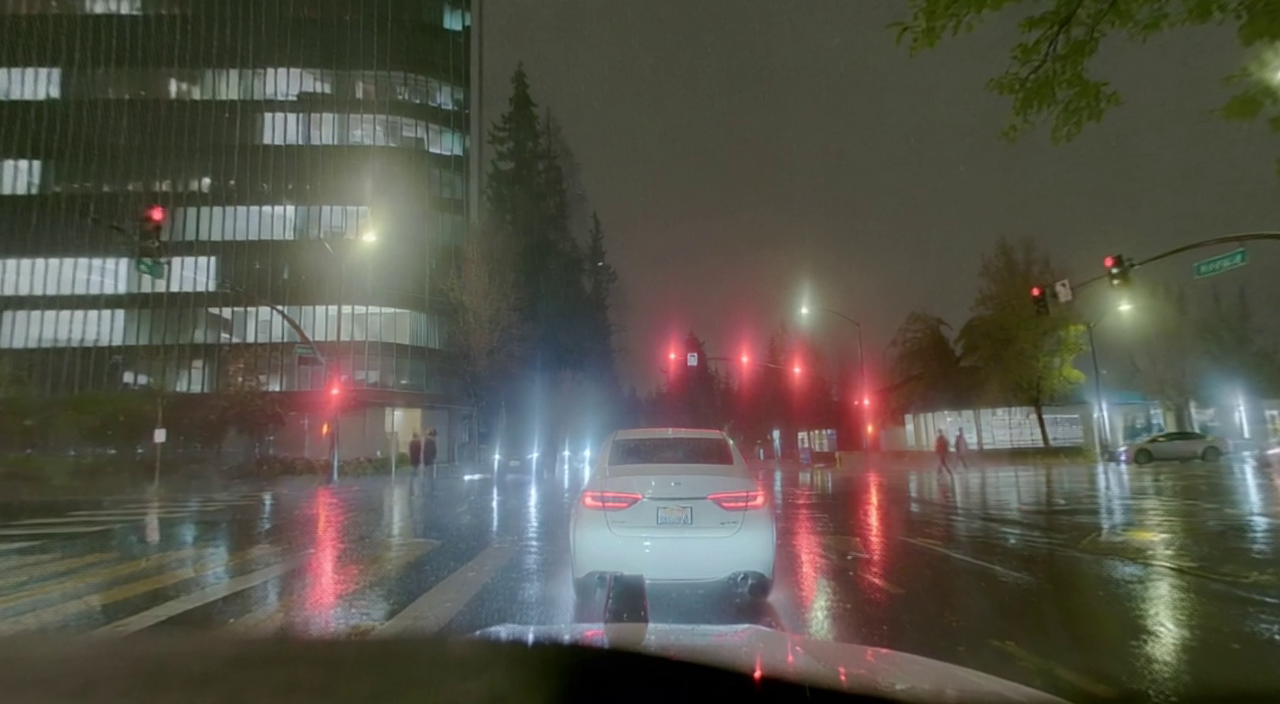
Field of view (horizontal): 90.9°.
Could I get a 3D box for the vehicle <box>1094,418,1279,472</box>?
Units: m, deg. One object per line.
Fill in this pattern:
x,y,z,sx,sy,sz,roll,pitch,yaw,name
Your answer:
19.124,3.268,22.219,4.675,1.772,1.945,0,-8,-1,vehicle

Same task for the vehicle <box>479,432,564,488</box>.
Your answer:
-4.082,3.816,22.574,2.006,1.756,4.599,0,-8,2,vehicle

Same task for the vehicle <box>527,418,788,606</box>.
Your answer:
-0.148,1.646,7.478,1.893,1.532,4.145,2,-9,-16,vehicle
